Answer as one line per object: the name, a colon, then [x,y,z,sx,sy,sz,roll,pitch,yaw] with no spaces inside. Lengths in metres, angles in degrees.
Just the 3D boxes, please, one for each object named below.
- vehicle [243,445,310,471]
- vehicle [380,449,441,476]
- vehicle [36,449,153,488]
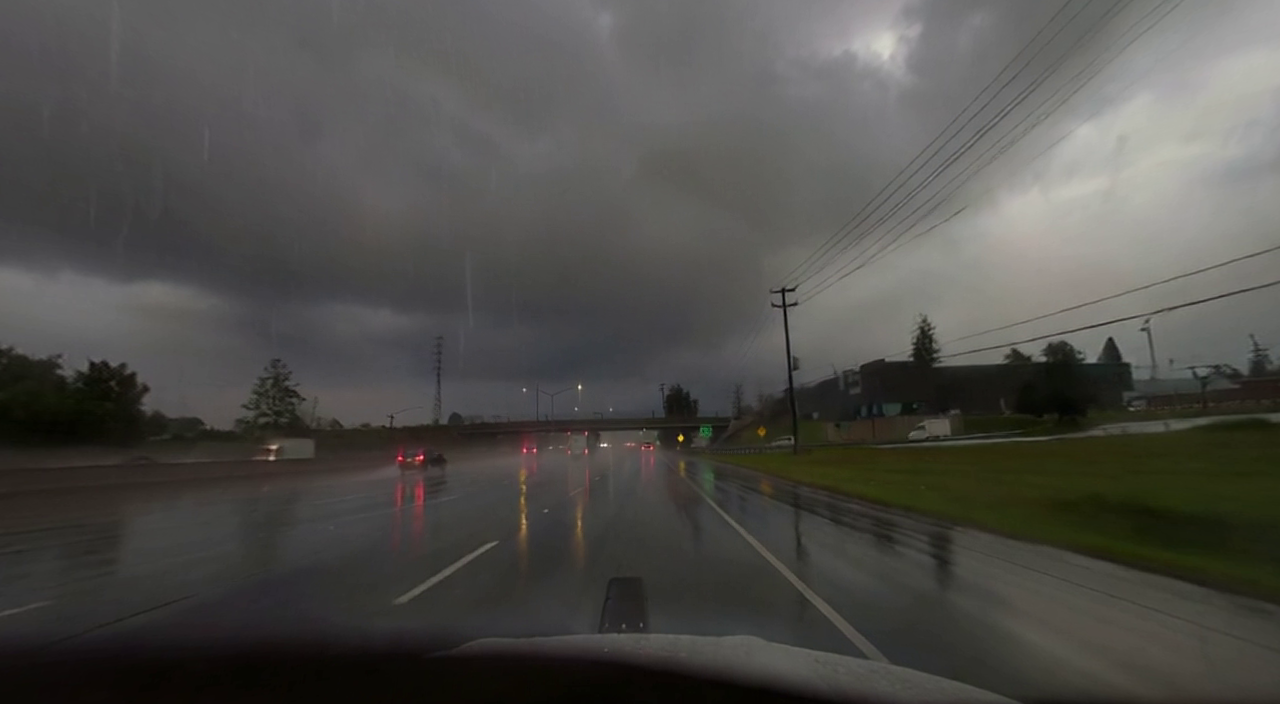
vehicle: [-26.962,7.838,46.961,2.116,1.849,4.552,0,-8,2]
vehicle: [-13.829,6.666,38.302,1.988,1.477,4.442,0,-8,1]
vehicle: [-23.407,4.982,27.250,1.647,1.538,3.731,0,-8,1]
